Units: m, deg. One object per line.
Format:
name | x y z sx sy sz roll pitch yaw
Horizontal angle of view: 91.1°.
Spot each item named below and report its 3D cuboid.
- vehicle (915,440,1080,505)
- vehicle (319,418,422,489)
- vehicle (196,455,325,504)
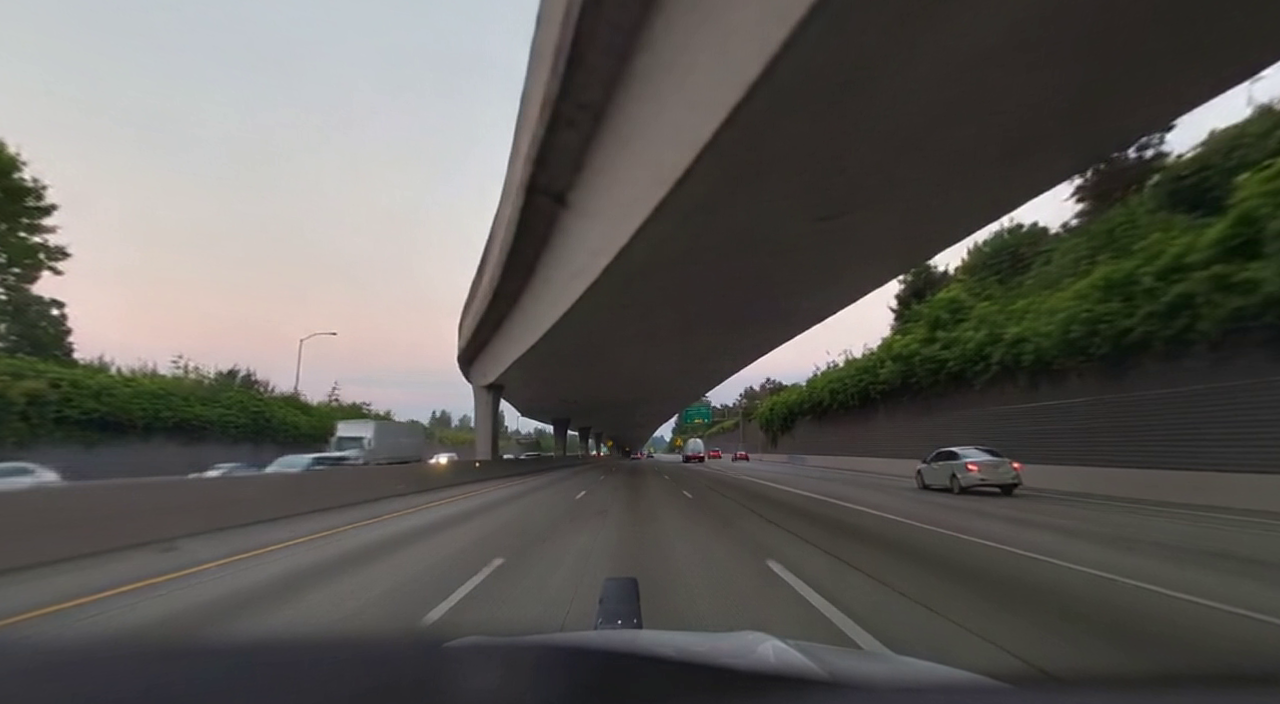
vehicle | 10.143 3.442 18.397 1.950 1.632 4.845 0 -9 0
vehicle | -16.491 6.257 39.246 3.138 3.947 7.349 1 -8 -1
vehicle | -12.937 4.341 21.779 1.853 1.456 4.215 0 -9 -1
